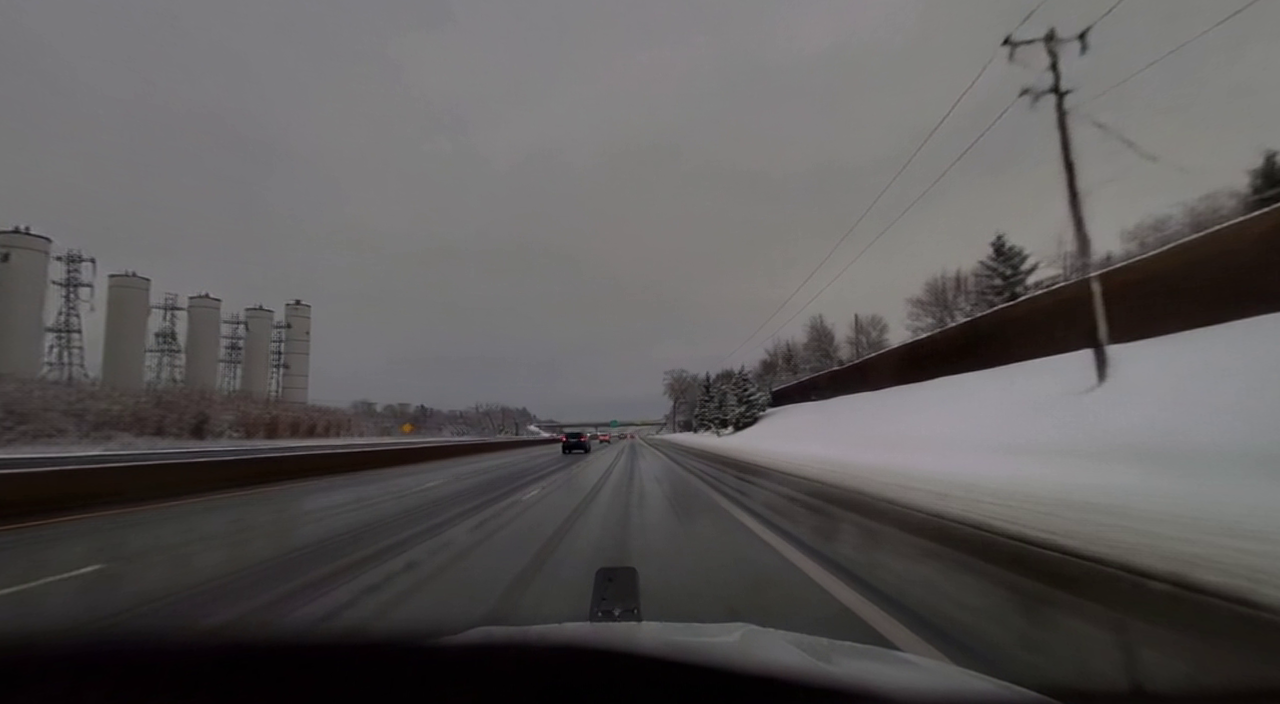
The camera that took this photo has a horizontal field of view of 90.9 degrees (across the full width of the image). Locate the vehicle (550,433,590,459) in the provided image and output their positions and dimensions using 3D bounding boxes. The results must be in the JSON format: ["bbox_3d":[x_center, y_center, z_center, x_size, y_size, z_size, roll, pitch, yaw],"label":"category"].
[{"bbox_3d":[-4.082,5.507,37.187,1.952,1.462,3.969,0,-8,-1],"label":"vehicle"}]
